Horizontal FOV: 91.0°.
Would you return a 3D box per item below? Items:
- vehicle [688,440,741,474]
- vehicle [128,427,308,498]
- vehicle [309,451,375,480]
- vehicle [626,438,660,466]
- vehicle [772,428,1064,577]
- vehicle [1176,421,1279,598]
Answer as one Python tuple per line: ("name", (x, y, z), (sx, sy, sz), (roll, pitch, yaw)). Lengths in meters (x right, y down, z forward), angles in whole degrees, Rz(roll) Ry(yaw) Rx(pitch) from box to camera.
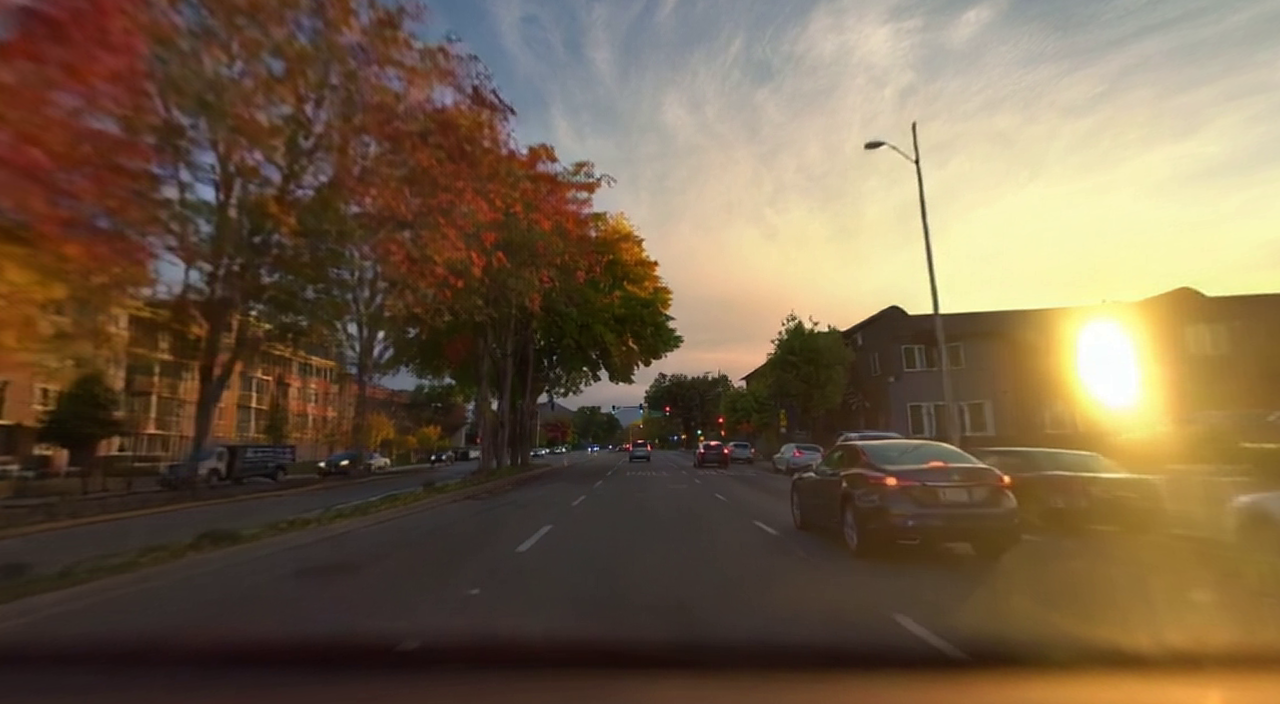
("vehicle", (3.696, 5.329, 32.149), (2.178, 1.546, 4.311), (0, -9, 0))
("vehicle", (-22.147, 5.863, 34.084), (2.961, 3.271, 9.547), (0, -9, 1))
("vehicle", (-18.716, 7.143, 39.793), (1.962, 1.691, 4.328), (0, -9, 1))
("vehicle", (0.209, 6.928, 43.685), (2.239, 1.856, 4.815), (0, -9, 0))
("vehicle", (3.336, 1.892, 8.785), (1.977, 1.498, 4.521), (0, -9, 0))
("vehicle", (6.842, 1.232, 4.441), (2.061, 1.593, 4.602), (0, -9, 0))
